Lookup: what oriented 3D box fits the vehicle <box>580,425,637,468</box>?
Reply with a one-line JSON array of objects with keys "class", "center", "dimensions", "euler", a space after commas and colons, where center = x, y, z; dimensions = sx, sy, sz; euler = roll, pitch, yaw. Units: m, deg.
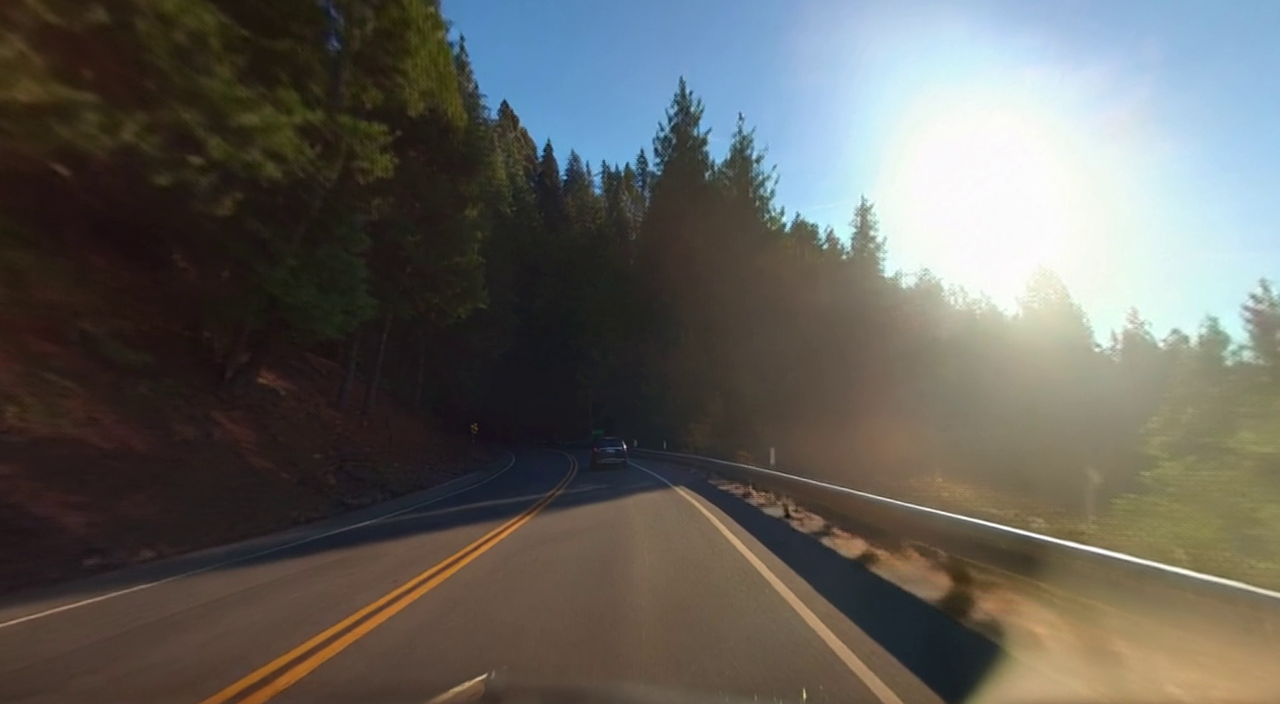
[{"class": "vehicle", "center": [-1.692, 4.715, 31.623], "dimensions": [2.469, 1.953, 5.605], "euler": [1, -9, -6]}]
